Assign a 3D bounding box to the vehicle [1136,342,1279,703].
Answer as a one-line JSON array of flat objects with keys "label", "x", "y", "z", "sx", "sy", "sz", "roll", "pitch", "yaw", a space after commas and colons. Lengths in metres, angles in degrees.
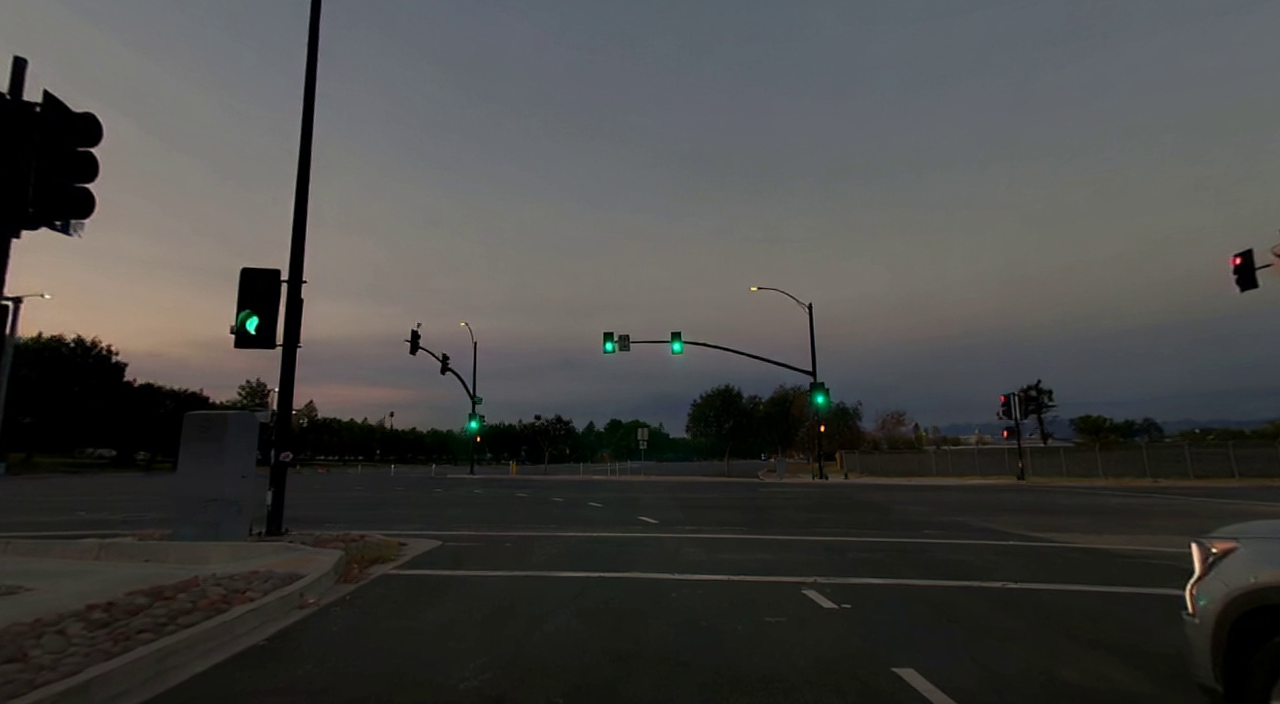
[{"label": "vehicle", "x": 3.052, "y": 0.560, "z": 0.503, "sx": 1.938, "sy": 1.648, "sz": 4.211, "roll": -1, "pitch": -8, "yaw": 2}]
